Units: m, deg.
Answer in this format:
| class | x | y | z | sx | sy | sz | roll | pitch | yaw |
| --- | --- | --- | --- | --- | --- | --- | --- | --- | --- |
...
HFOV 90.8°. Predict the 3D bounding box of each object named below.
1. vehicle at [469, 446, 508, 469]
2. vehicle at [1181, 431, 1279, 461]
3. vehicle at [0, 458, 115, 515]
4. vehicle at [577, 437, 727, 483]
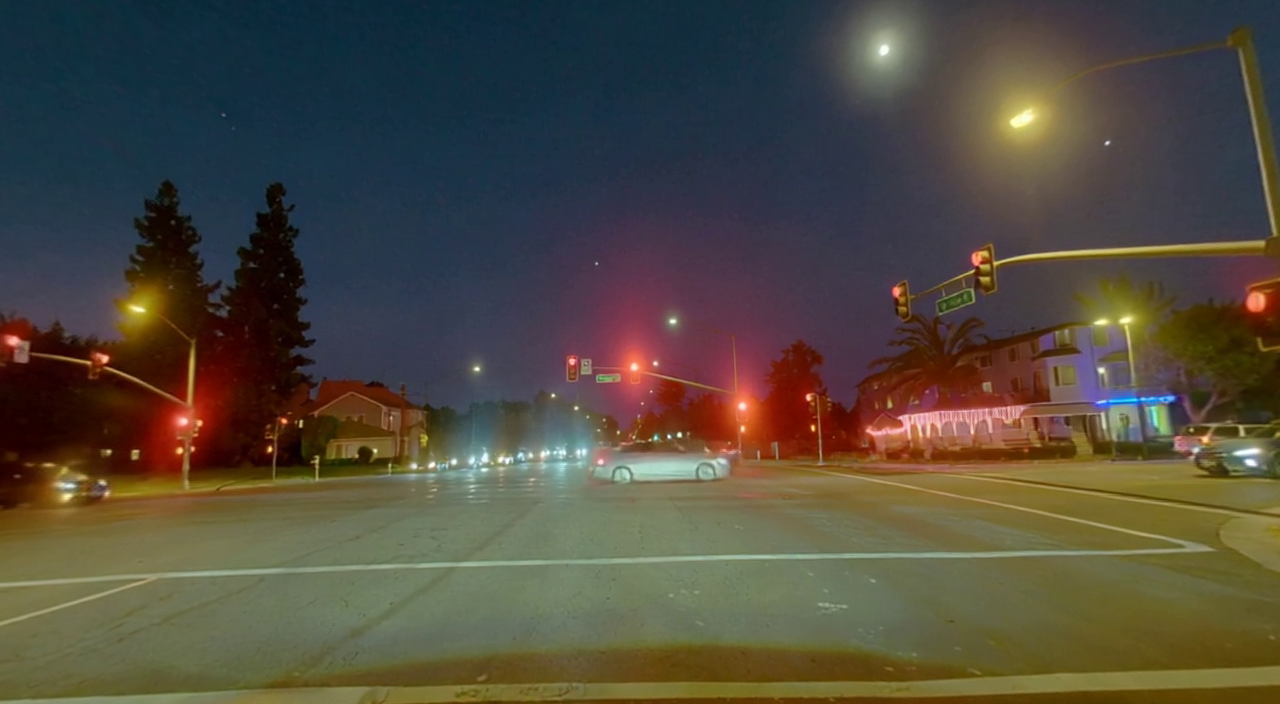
| class | x | y | z | sx | sy | sz | roll | pitch | yaw |
| --- | --- | --- | --- | --- | --- | --- | --- | --- | --- |
| vehicle | -10.708 | 7.454 | 44.766 | 1.881 | 1.509 | 3.377 | 0 | -9 | 1 |
| vehicle | 31.311 | 4.888 | 33.020 | 4.318 | 1.488 | 1.870 | 0 | -9 | -1 |
| vehicle | -20.734 | 4.475 | 21.232 | 4.431 | 1.739 | 1.935 | -1 | -9 | 1 |
| vehicle | 0.380 | 3.655 | 21.453 | 4.823 | 1.449 | 2.017 | 0 | -9 | 0 |
